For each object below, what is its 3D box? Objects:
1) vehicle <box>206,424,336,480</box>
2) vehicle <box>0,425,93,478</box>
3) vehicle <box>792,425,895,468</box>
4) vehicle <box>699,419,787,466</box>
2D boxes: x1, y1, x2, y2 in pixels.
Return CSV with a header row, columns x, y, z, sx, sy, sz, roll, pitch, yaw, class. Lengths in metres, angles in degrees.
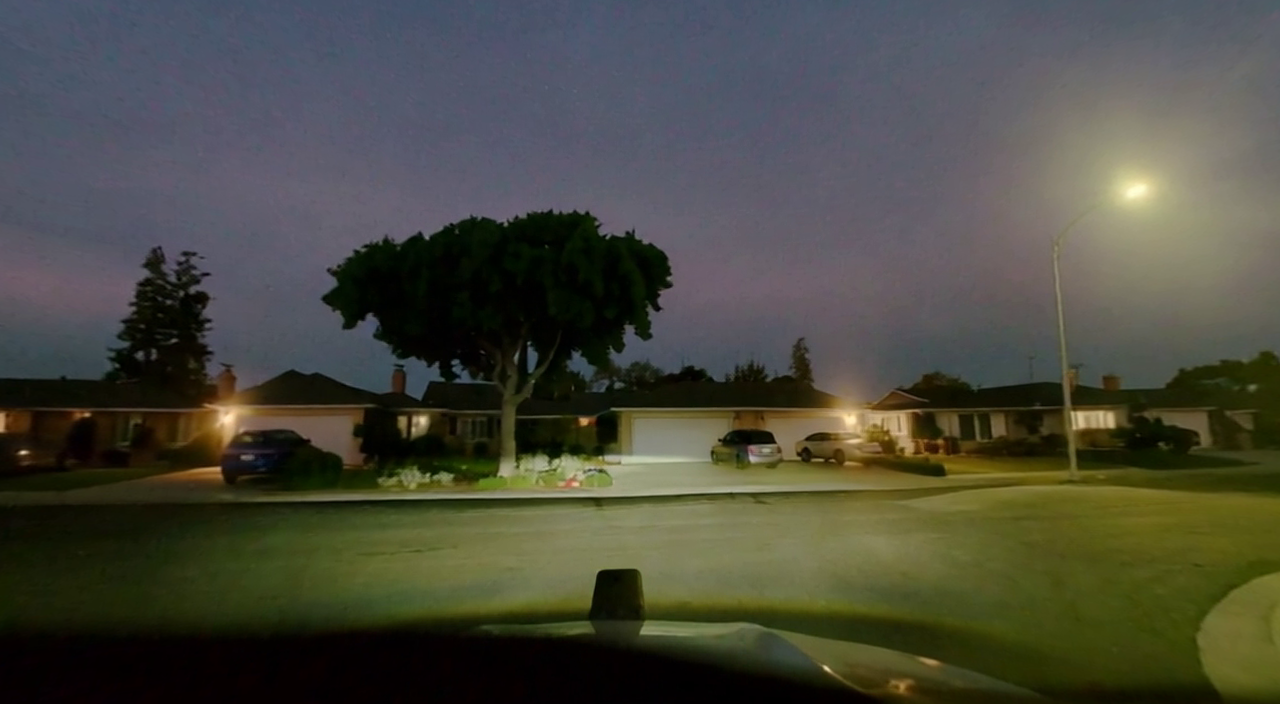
x,y,z,sx,sy,sz,roll,pitch,yaw,class
-12.186,3.350,21.299,1.942,1.651,4.655,1,-9,-6,vehicle
-21.818,3.407,21.617,1.942,1.700,4.478,-1,-9,4,vehicle
8.083,3.829,25.536,1.873,1.556,4.216,3,-9,-16,vehicle
4.042,3.673,25.571,1.937,1.731,4.179,2,-9,-15,vehicle
